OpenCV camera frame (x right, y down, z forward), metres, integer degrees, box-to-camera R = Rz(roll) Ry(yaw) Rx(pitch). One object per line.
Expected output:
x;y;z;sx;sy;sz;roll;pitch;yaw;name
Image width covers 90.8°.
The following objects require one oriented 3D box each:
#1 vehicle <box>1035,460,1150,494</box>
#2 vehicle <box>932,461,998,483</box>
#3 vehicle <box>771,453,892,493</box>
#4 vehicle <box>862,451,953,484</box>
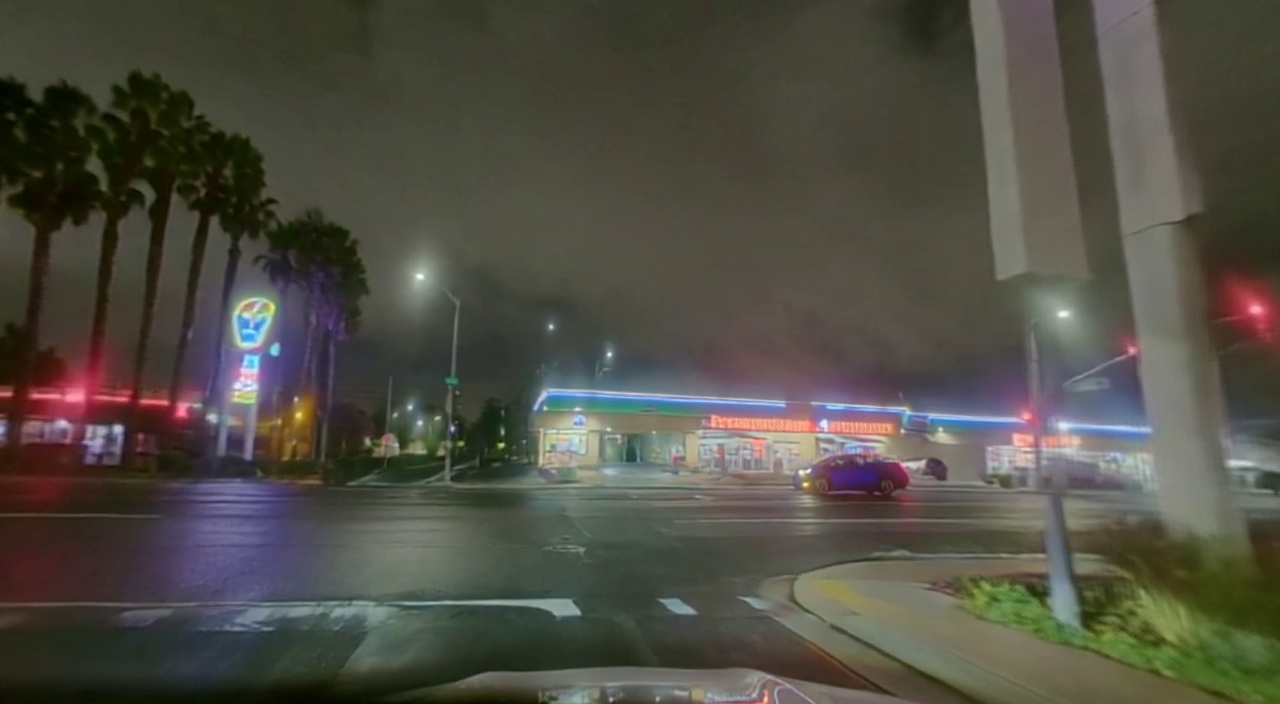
29.393;8.104;41.331;2.490;1.958;5.823;4;-10;-12;vehicle
24.856;9.195;48.539;2.074;1.480;4.369;4;-10;-14;vehicle
8.036;5.101;26.679;4.570;1.480;1.873;3;-8;-11;vehicle
16.682;7.194;39.470;4.880;1.754;2.202;2;-4;-14;vehicle
